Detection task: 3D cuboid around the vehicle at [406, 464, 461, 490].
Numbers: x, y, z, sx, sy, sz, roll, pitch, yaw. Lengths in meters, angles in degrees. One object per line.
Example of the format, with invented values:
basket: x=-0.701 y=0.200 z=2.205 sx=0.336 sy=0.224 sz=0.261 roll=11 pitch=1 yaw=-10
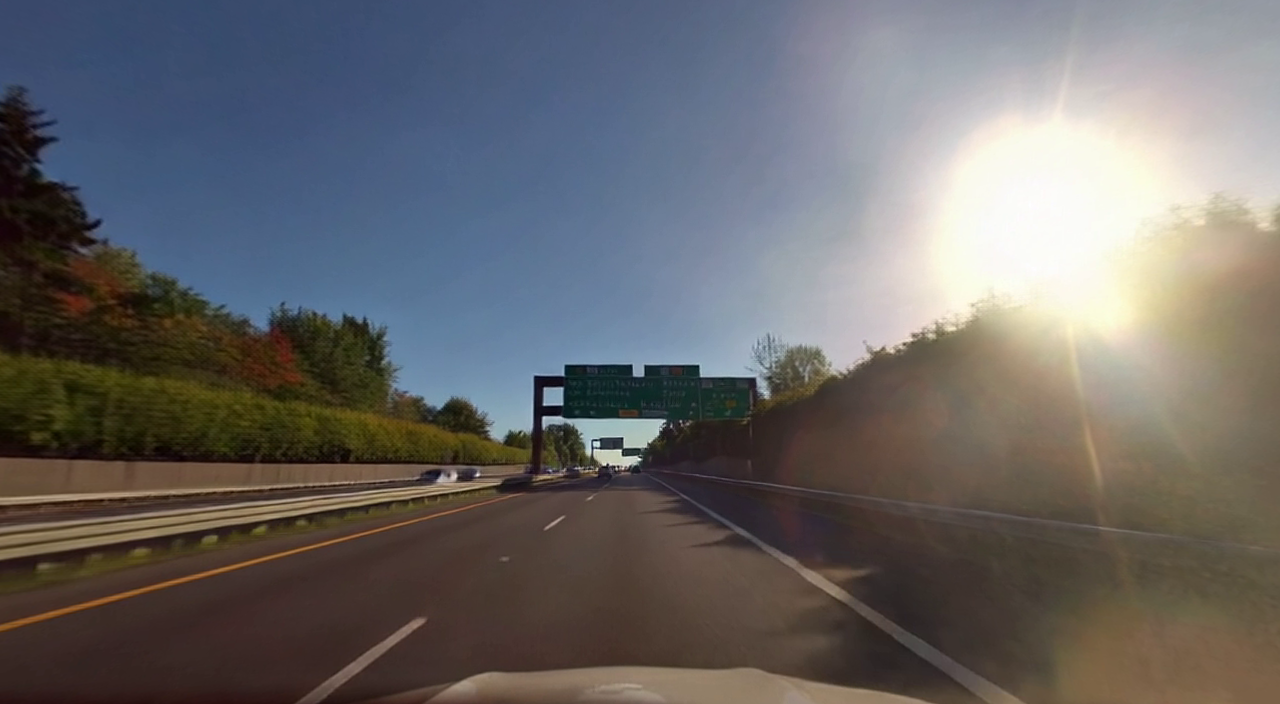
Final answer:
vehicle: x=-12.863 y=7.820 z=39.468 sx=1.942 sy=1.462 sz=4.503 roll=1 pitch=-10 yaw=-1
